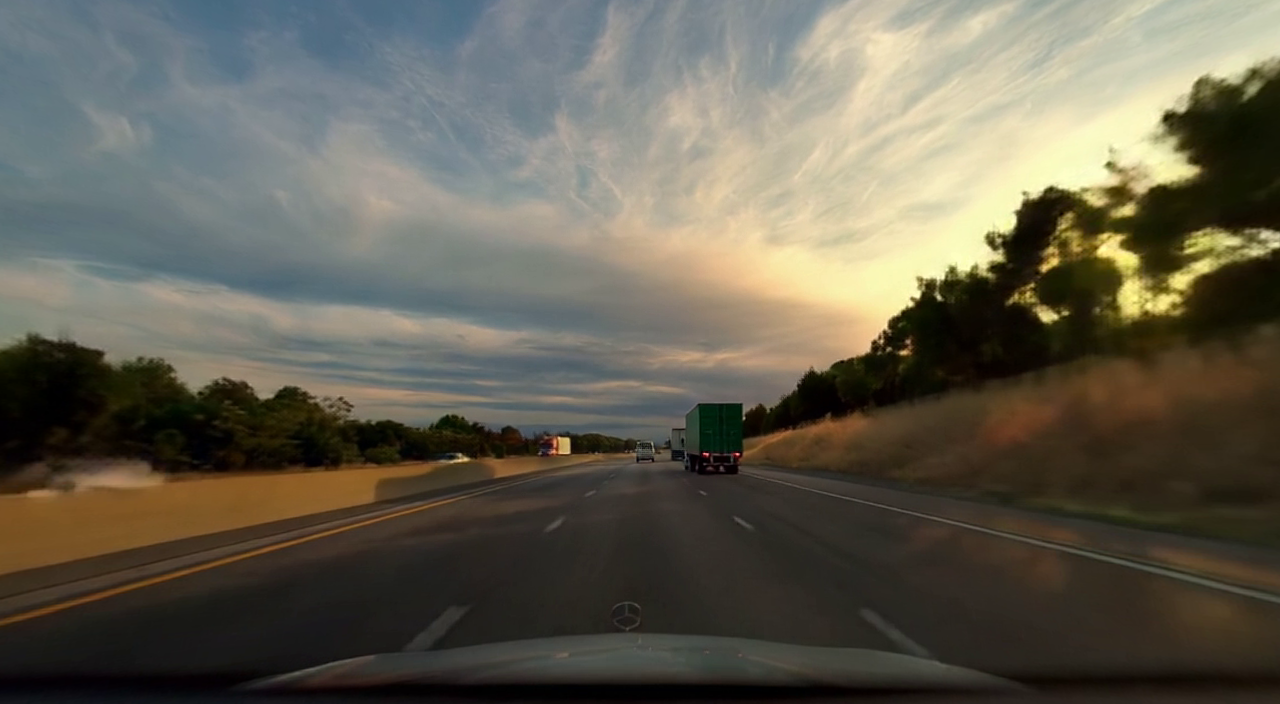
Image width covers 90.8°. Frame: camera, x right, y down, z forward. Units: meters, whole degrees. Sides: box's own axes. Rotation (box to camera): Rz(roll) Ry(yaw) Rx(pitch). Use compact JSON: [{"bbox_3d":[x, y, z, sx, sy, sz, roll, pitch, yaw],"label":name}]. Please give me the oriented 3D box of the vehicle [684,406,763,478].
[{"bbox_3d":[4.319,4.980,34.678,2.960,3.381,8.914,0,-9,-1],"label":"vehicle"}]
